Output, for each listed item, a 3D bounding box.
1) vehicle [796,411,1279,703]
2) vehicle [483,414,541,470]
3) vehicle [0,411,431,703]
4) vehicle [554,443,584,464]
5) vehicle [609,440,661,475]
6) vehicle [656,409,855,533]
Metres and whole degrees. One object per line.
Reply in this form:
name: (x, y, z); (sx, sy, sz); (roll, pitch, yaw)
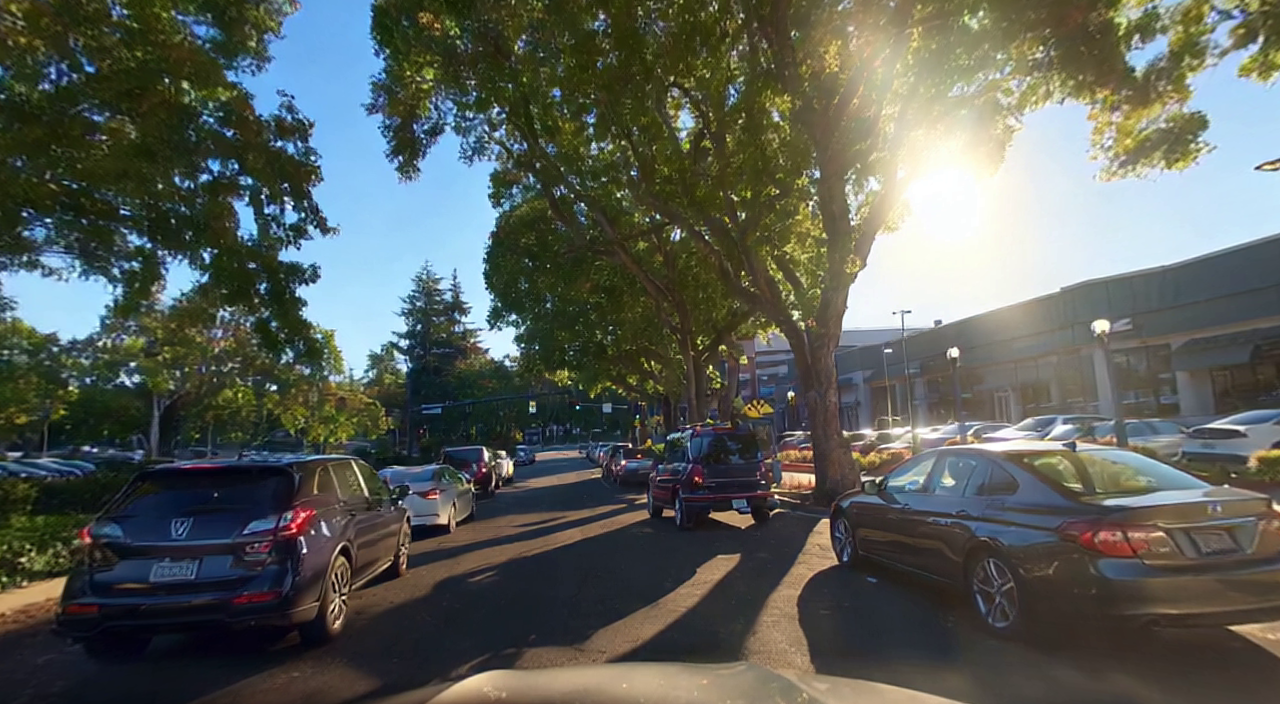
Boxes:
vehicle: (3.161, 1.396, 5.494); (1.904, 1.494, 4.864); (1, -8, -6)
vehicle: (-8.230, 5.929, 41.563); (2.820, 3.263, 7.986); (1, -8, -5)
vehicle: (-2.881, 1.342, 5.063); (1.968, 1.497, 4.286); (2, -9, -15)
vehicle: (-5.264, 7.410, 46.409); (2.095, 1.473, 4.301); (1, -8, -7)
vehicle: (-0.308, 4.828, 29.184); (1.910, 1.493, 4.490); (1, -8, -7)
vehicle: (1.907, 2.285, 12.822); (2.324, 1.907, 5.634); (1, -8, -7)
